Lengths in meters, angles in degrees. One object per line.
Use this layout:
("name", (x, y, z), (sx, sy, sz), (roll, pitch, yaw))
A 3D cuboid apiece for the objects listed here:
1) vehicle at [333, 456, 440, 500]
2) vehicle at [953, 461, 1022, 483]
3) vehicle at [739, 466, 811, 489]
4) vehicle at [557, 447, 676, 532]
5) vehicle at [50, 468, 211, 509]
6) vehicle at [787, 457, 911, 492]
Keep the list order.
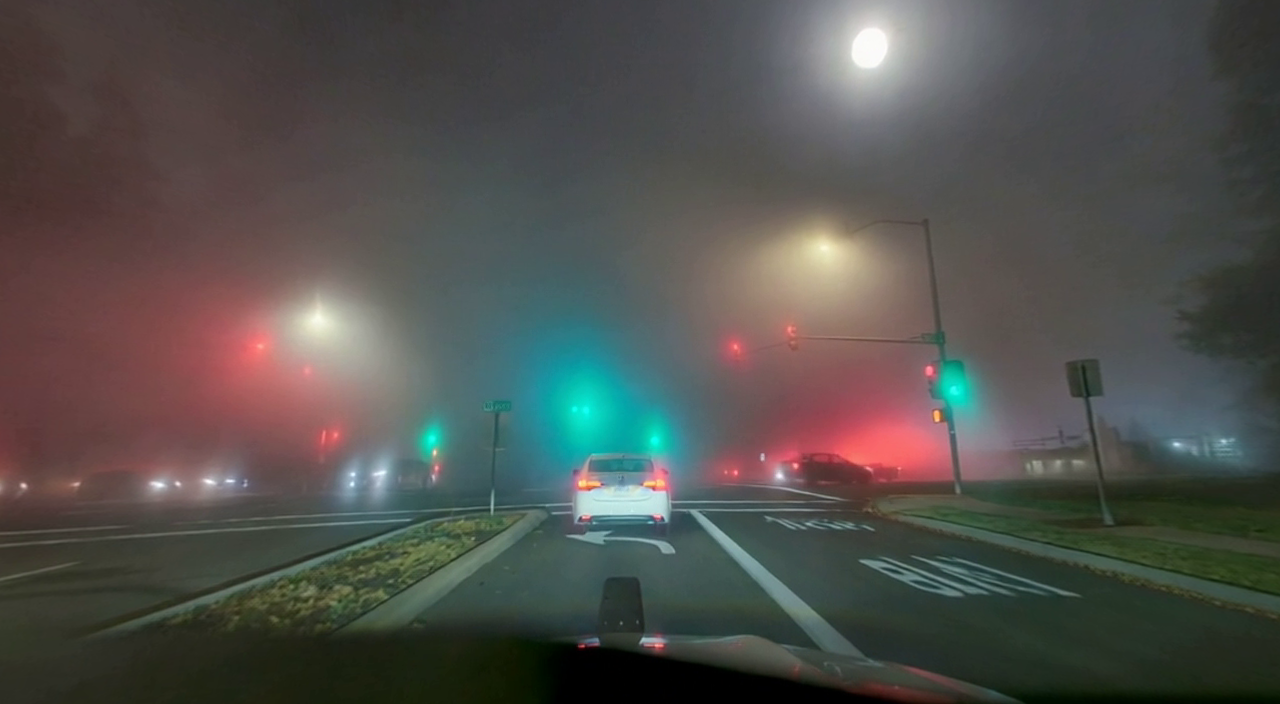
("vehicle", (-11.643, 5.734, 29.009), (4.355, 1.789, 2.175), (-5, -10, 28))
("vehicle", (25.960, 8.943, 47.208), (4.358, 1.471, 1.875), (3, -9, -16))
("vehicle", (9.061, 8.412, 42.524), (4.254, 1.359, 1.895), (2, -9, -16))
("vehicle", (-0.521, 2.766, 13.386), (2.112, 1.479, 4.264), (0, -8, -3))
("vehicle", (-20.067, 5.375, 25.102), (4.548, 1.449, 1.802), (2, -9, -14))
("vehicle", (9.331, 5.484, 28.472), (4.838, 1.449, 2.077), (1, -9, -7))
